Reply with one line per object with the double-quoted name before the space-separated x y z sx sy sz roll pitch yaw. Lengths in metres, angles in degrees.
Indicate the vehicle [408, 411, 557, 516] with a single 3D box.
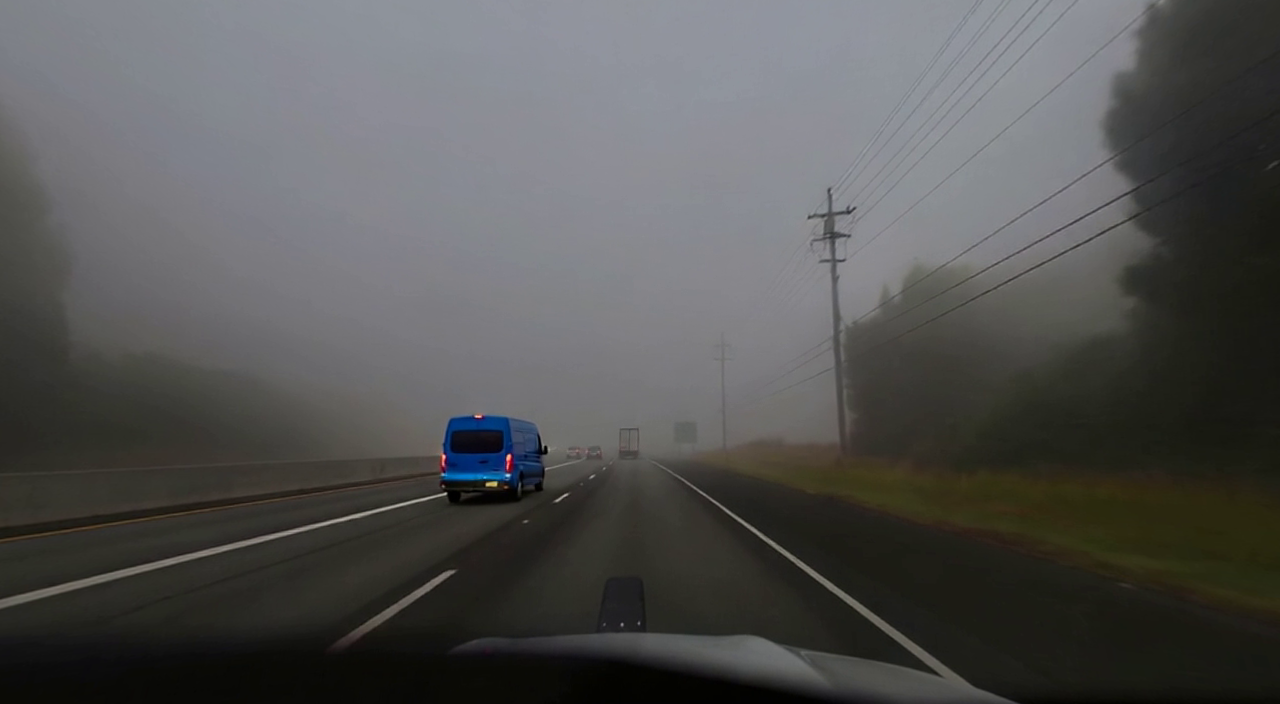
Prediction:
"vehicle" -3.394 2.555 14.840 2.197 2.011 5.130 0 -9 0
